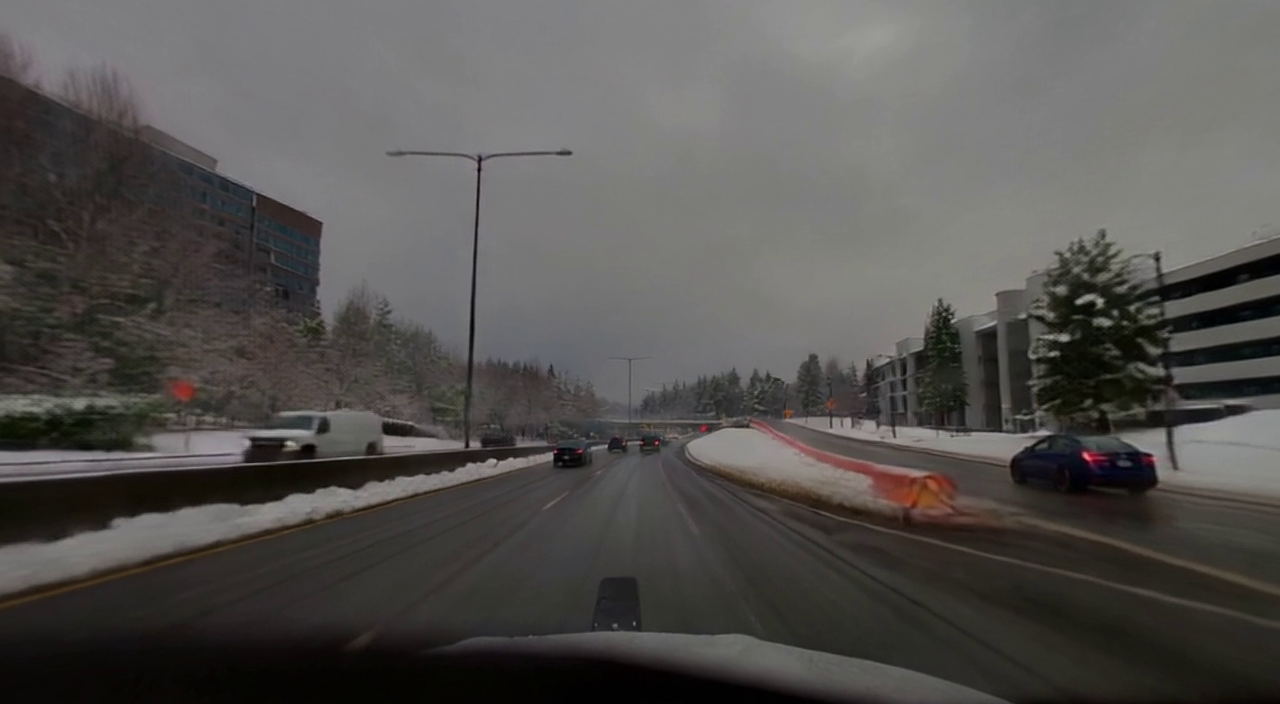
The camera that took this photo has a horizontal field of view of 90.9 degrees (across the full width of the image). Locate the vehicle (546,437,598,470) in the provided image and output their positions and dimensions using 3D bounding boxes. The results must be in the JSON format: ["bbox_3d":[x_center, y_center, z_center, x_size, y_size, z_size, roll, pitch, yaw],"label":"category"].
[{"bbox_3d":[-3.124,4.733,29.650,1.848,1.406,4.013,0,-8,3],"label":"vehicle"}]

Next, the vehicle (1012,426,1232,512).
[{"bbox_3d":[9.610,2.329,13.002,1.913,1.499,3.581,-1,-8,6],"label":"vehicle"}]

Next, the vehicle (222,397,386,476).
[{"bbox_3d":[-13.172,3.446,25.645,2.297,2.733,7.664,0,-8,1],"label":"vehicle"}]
